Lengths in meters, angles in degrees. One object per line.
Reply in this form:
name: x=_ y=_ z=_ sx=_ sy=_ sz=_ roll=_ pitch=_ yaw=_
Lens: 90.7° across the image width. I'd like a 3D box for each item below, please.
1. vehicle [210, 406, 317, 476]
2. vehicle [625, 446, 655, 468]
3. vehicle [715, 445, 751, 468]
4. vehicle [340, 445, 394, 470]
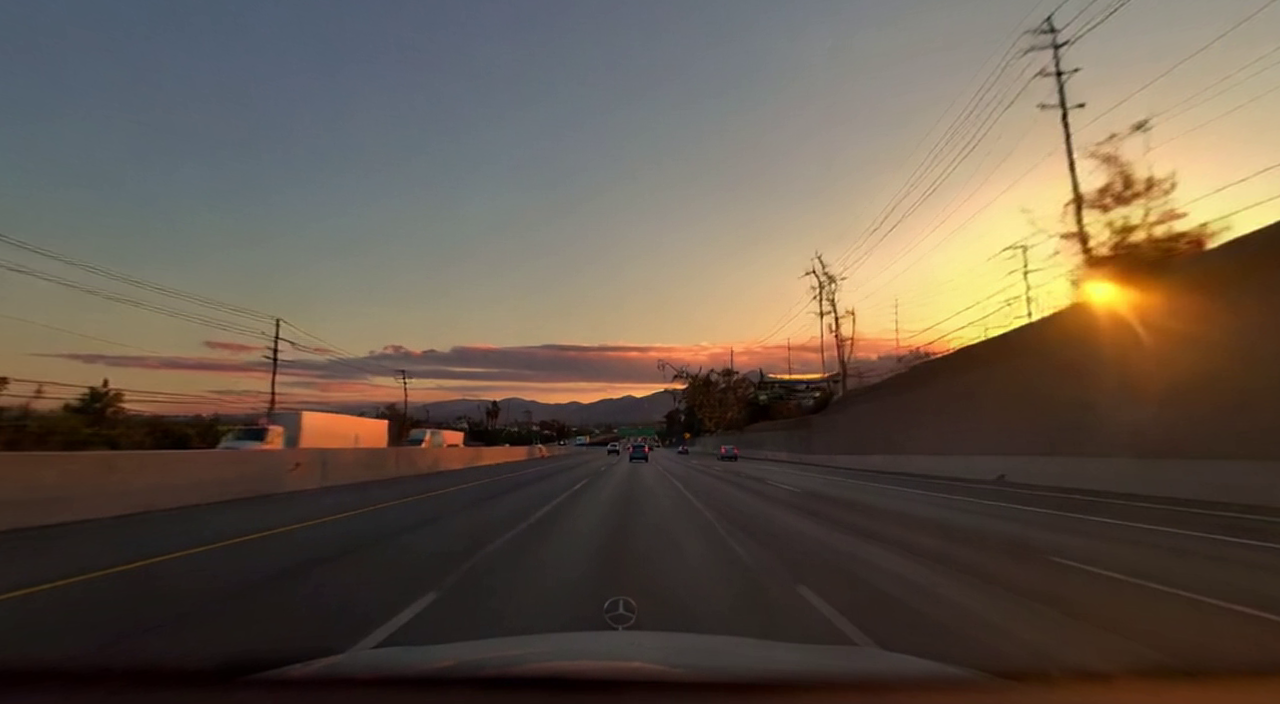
vehicle: x=-23.200 y=5.541 z=39.372 sx=3.111 sy=4.008 sz=5.442 roll=0 pitch=-8 yaw=0
vehicle: x=-0.041 y=7.581 z=45.844 sx=2.109 sy=1.489 sz=4.027 roll=0 pitch=-8 yaw=-1
vehicle: x=6.984 y=7.842 z=47.753 sx=2.005 sy=1.687 sz=4.259 roll=0 pitch=-8 yaw=-1
vehicle: x=-19.292 y=7.476 z=44.920 sx=1.919 sy=1.657 sz=4.401 roll=0 pitch=-8 yaw=0
